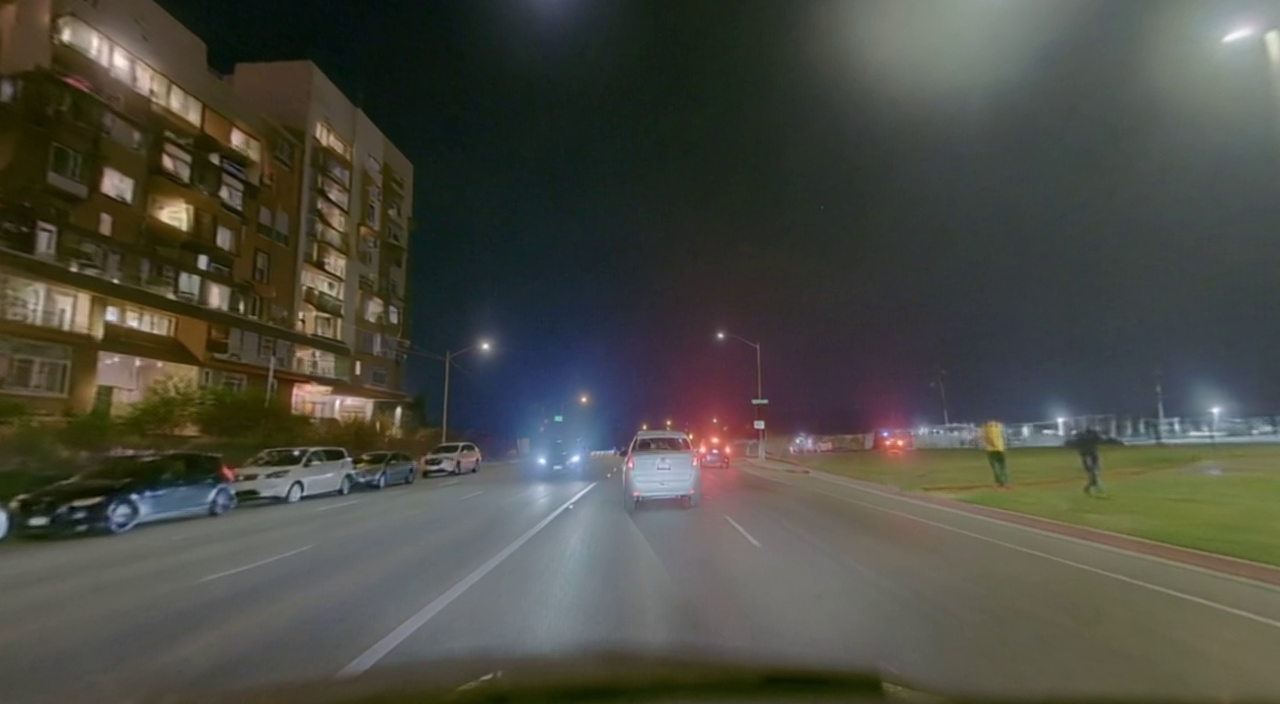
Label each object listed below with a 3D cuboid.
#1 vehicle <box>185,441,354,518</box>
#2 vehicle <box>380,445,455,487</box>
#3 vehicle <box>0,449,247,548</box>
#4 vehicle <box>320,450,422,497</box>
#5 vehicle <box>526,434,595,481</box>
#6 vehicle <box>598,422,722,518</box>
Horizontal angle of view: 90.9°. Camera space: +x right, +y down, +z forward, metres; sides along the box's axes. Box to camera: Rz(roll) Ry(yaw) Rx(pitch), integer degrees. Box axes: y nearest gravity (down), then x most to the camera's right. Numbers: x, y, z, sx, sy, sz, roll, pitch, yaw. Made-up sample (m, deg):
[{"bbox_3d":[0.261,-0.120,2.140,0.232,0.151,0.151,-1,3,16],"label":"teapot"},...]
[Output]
[{"bbox_3d":[-10.318,3.522,18.111,1.940,1.816,4.721,-1,-7,1],"label":"vehicle"},{"bbox_3d":[-10.286,5.284,29.522,1.897,1.695,4.431,-1,-8,0],"label":"vehicle"},{"bbox_3d":[-10.420,2.831,12.915,1.869,1.647,4.281,0,-9,1],"label":"vehicle"},{"bbox_3d":[-10.169,4.595,24.248,1.860,1.487,4.658,-1,-8,0],"label":"vehicle"},{"bbox_3d":[-3.057,4.189,25.270,2.086,1.702,4.451,0,-9,1],"label":"vehicle"},{"bbox_3d":[0.323,2.324,12.819,2.132,1.632,3.838,0,-9,0],"label":"vehicle"}]
